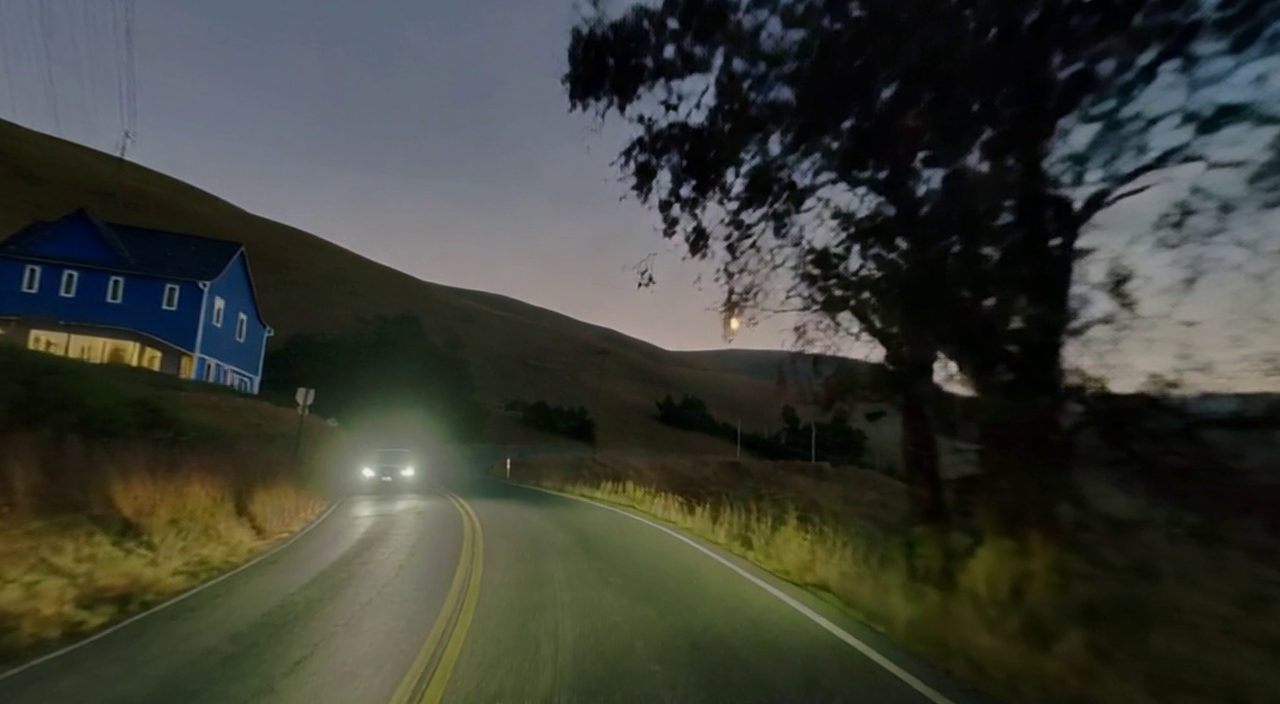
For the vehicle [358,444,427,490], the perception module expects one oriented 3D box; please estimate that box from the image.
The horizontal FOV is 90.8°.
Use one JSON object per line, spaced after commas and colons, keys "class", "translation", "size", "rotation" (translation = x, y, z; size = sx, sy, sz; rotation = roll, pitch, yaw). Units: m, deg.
{"class": "vehicle", "translation": [-8.978, 4.119, 22.968], "size": [2.063, 1.485, 3.997], "rotation": [3, -9, -21]}
